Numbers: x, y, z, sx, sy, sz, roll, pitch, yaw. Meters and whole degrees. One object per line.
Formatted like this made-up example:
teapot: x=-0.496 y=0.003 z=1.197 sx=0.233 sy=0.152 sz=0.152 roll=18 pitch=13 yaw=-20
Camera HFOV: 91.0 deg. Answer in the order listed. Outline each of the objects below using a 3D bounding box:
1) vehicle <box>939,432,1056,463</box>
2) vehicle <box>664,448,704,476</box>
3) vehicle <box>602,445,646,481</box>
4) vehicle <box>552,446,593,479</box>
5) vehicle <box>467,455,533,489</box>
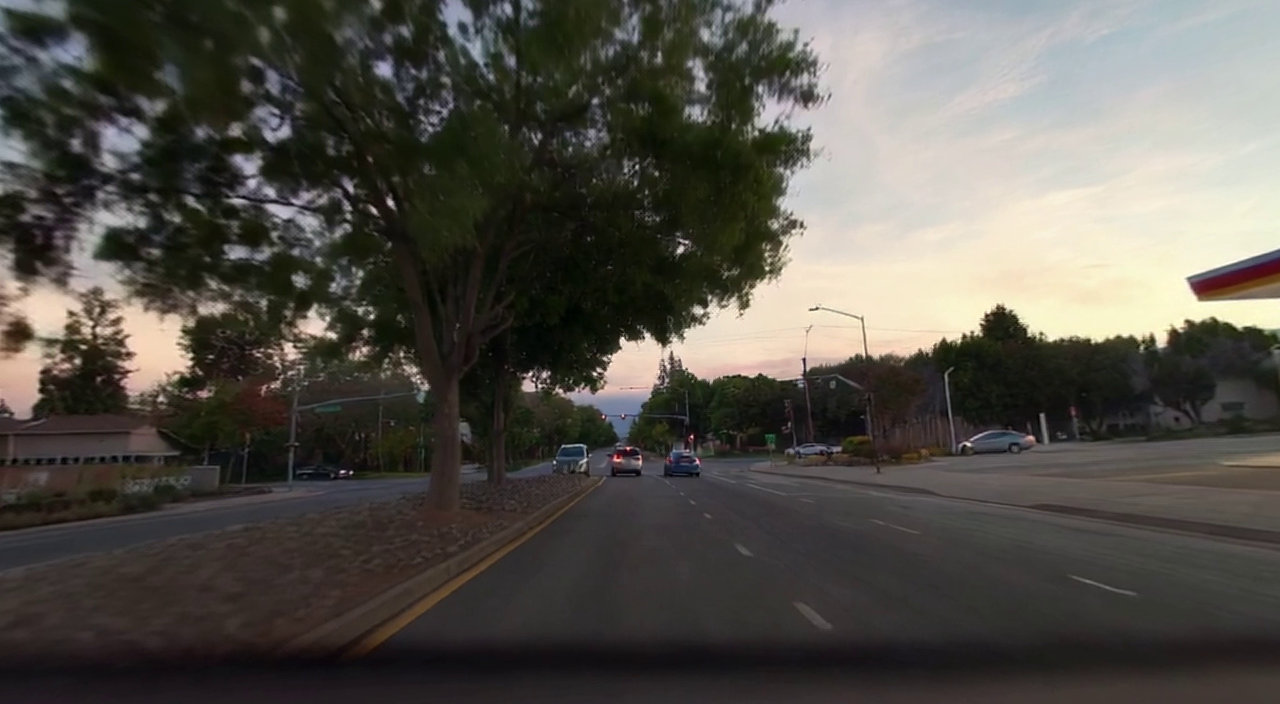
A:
vehicle: x=18.011 y=4.850 z=31.859 sx=4.660 sy=1.462 sz=2.034 roll=0 pitch=-9 yaw=0
vehicle: x=2.762 y=7.042 z=40.429 sx=2.103 sy=1.647 sz=4.318 roll=0 pitch=-9 yaw=-2
vehicle: x=-0.782 y=5.808 z=33.031 sx=2.146 sy=1.742 sz=4.095 roll=0 pitch=-9 yaw=0
vehicle: x=-3.999 y=6.611 z=37.840 sx=2.139 sy=1.851 sz=3.970 roll=0 pitch=-9 yaw=-2
vehicle: x=-6.333 y=5.467 z=28.973 sx=2.033 sy=1.442 sz=4.668 roll=0 pitch=-9 yaw=-1
